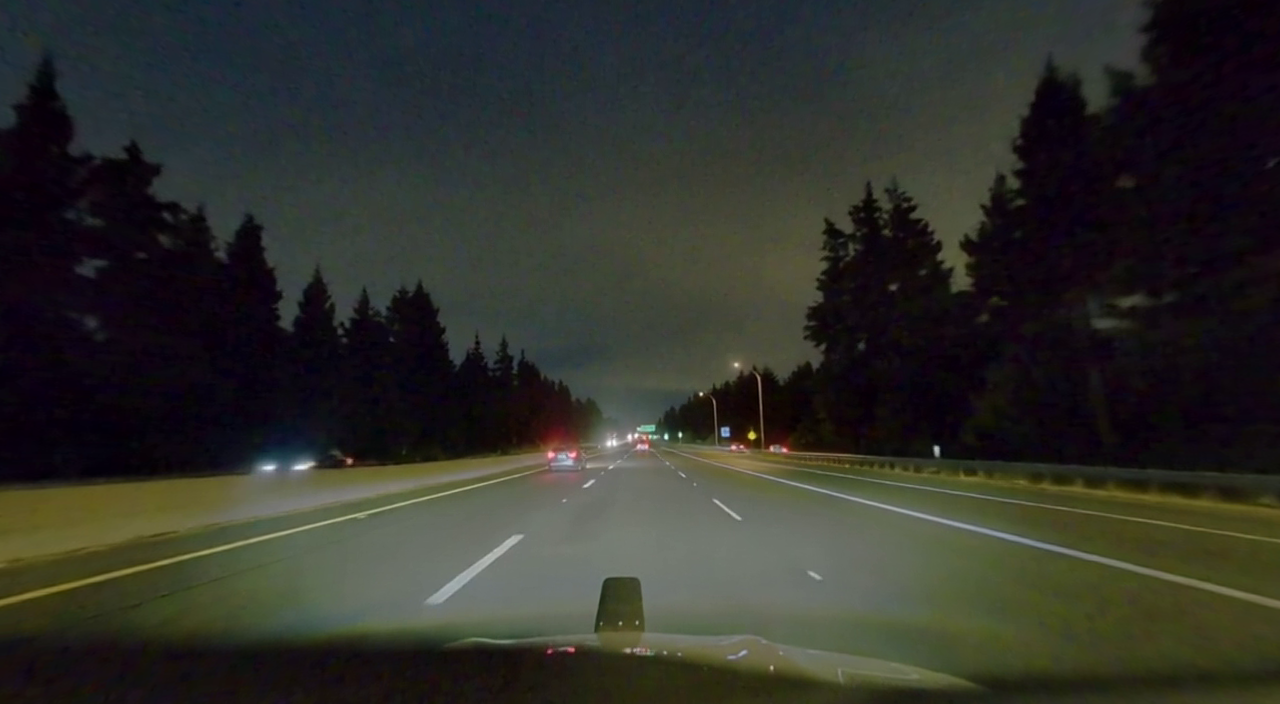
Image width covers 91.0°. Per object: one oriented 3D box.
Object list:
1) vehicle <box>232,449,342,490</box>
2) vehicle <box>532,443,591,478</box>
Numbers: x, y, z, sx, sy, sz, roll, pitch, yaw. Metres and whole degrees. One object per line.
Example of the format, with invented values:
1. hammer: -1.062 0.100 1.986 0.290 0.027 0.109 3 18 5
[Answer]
1. vehicle: -14.444 4.803 26.139 1.924 1.527 4.473 0 -9 1
2. vehicle: -3.599 5.081 29.789 2.162 1.493 4.583 0 -9 1
